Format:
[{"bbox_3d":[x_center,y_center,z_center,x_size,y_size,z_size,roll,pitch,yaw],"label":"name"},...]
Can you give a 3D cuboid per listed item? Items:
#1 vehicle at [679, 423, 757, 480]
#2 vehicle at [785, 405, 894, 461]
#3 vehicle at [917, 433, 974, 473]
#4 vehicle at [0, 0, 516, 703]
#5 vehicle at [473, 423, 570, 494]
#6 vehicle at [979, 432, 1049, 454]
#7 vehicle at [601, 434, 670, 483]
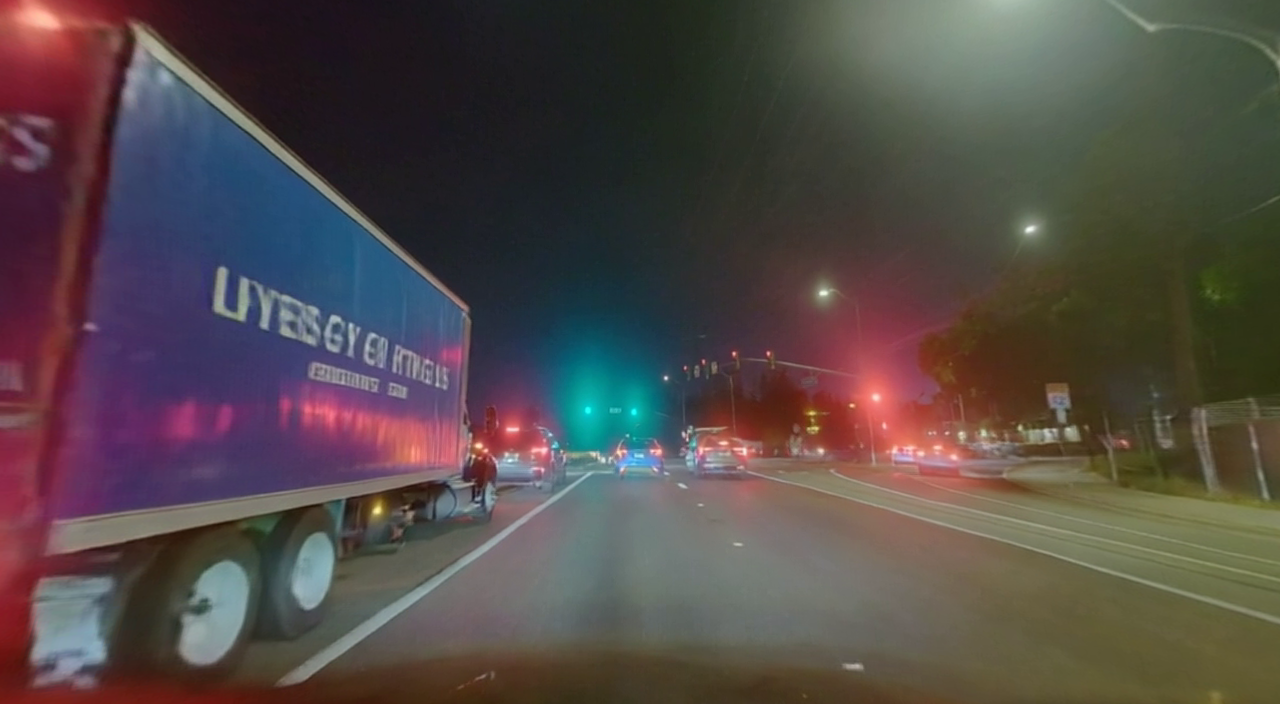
[{"bbox_3d":[2.701,3.592,23.022,2.086,1.849,4.607,0,-8,-2],"label":"vehicle"},{"bbox_3d":[13.278,5.419,42.121,6.670,3.450,2.666,3,-9,-23],"label":"vehicle"},{"bbox_3d":[14.313,4.665,29.441,2.102,1.662,4.533,-5,-9,27],"label":"vehicle"},{"bbox_3d":[-3.415,0.478,5.851,2.889,3.347,8.285,0,-8,0],"label":"vehicle"},{"bbox_3d":[-3.292,3.065,18.519,1.994,1.806,4.564,0,-8,0],"label":"vehicle"},{"bbox_3d":[29.221,7.084,49.288,5.208,1.624,1.927,4,-9,-24],"label":"vehicle"},{"bbox_3d":[-0.182,3.584,21.539,2.117,1.499,4.036,0,-8,-1],"label":"vehicle"}]
